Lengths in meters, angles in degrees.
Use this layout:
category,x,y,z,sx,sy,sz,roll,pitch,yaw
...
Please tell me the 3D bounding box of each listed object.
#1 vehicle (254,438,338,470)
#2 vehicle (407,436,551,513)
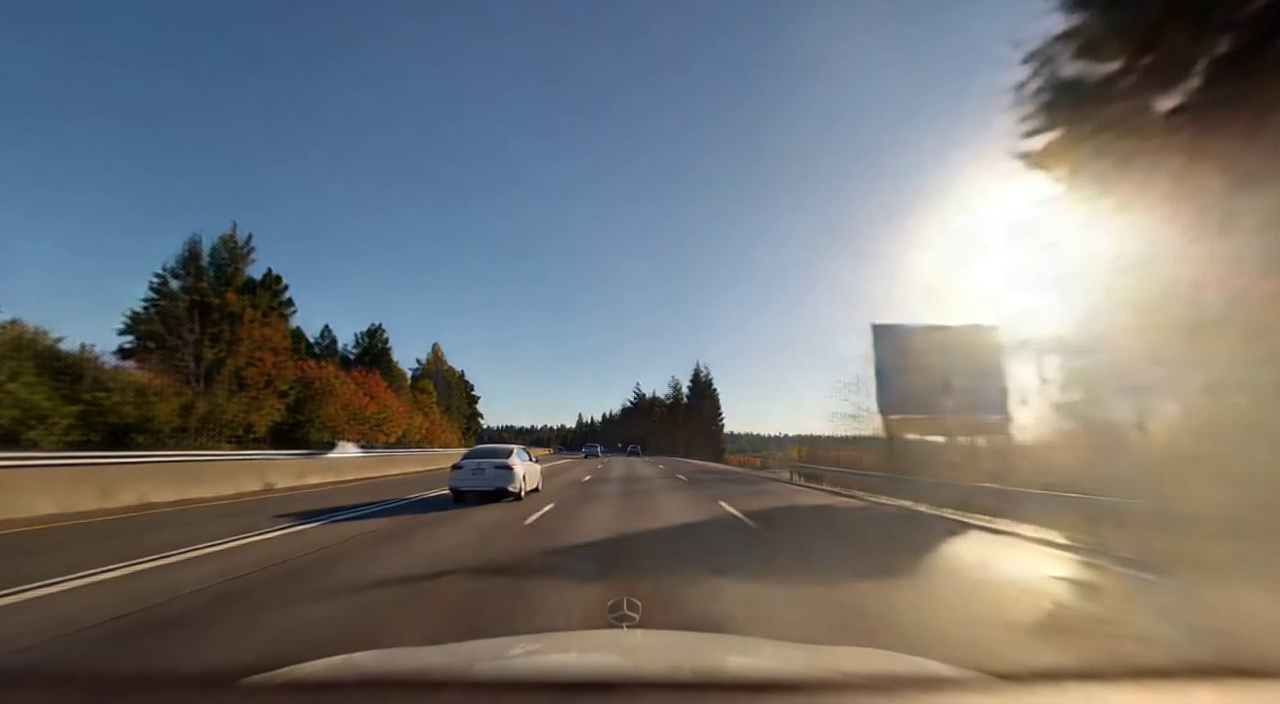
category,x,y,z,sx,sy,sz,roll,pitch,yaw
vehicle,-17.827,5.304,32.934,1.921,1.526,4.441,0,-9,-1
vehicle,-3.679,2.914,15.555,2.184,1.574,5.004,0,-9,0
